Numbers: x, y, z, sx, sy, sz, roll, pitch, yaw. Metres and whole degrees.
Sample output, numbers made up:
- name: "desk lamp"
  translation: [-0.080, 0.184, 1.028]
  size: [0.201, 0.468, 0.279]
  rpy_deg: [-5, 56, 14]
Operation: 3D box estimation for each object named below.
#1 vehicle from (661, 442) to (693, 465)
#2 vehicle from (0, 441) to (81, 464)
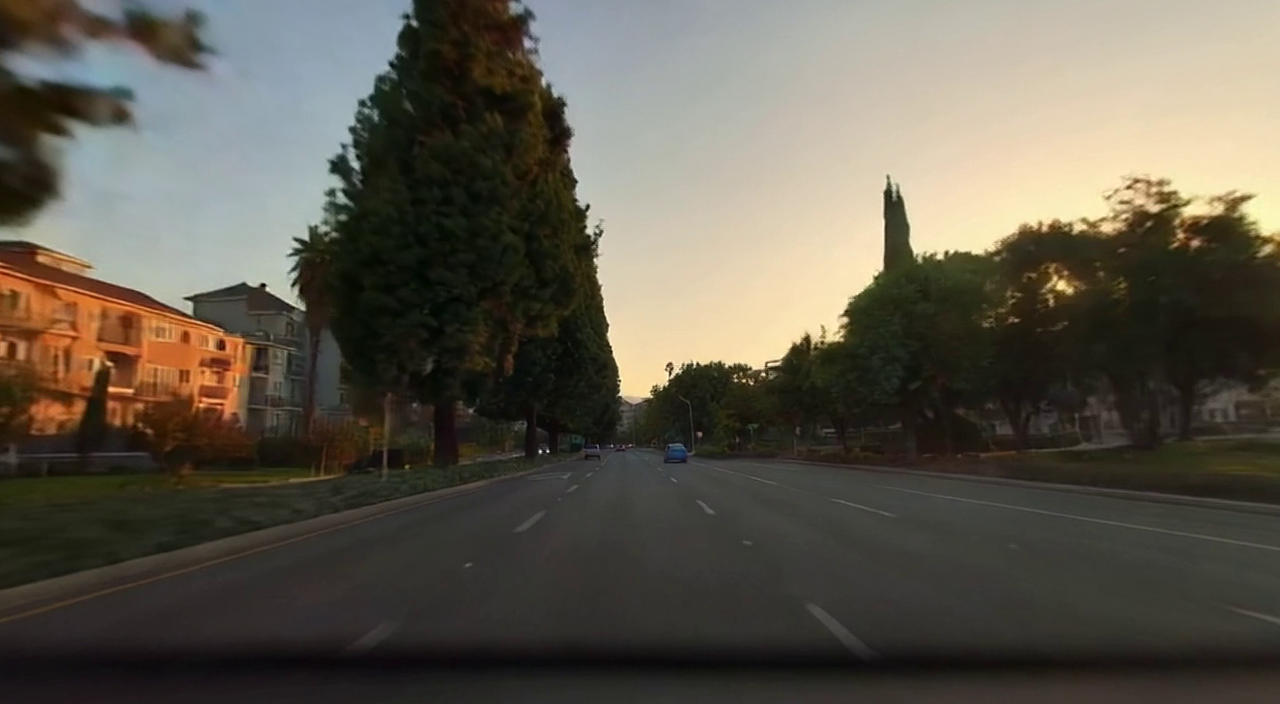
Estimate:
- name: "vehicle"
  translation: [2.816, 7.788, 48.652]
  size: [2.072, 1.696, 4.177]
  rpy_deg: [0, -9, -2]
- name: "vehicle"
  translation: [-44.517, 7.456, 46.823]
  size: [4.131, 1.521, 1.901]
  rpy_deg: [-2, -10, -4]
